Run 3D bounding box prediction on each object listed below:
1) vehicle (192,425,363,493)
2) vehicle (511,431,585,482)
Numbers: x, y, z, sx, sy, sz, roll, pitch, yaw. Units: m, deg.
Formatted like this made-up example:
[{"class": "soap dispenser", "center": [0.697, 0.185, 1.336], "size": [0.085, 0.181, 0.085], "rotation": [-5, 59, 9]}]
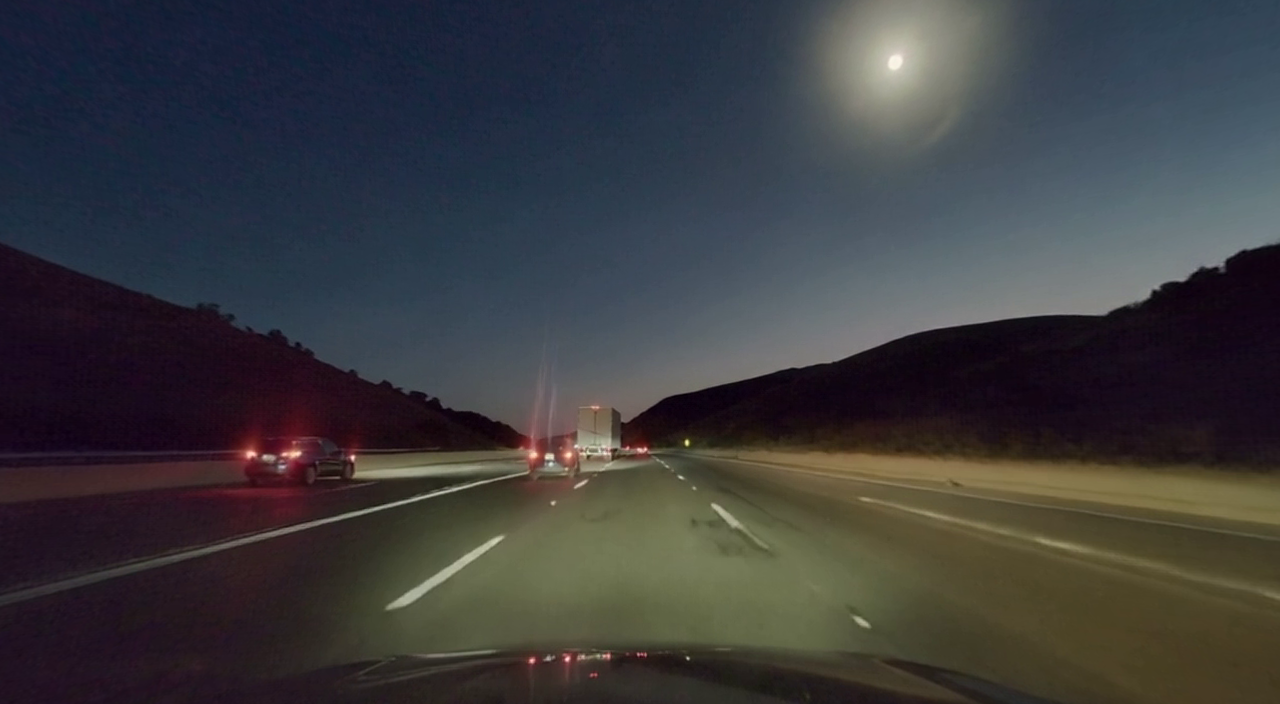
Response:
[{"class": "vehicle", "center": [-11.114, 3.323, 19.922], "size": [2.130, 1.828, 5.523], "rotation": [0, -8, 0]}, {"class": "vehicle", "center": [-3.413, 3.985, 24.187], "size": [2.099, 1.734, 4.413], "rotation": [0, -8, 1]}]
